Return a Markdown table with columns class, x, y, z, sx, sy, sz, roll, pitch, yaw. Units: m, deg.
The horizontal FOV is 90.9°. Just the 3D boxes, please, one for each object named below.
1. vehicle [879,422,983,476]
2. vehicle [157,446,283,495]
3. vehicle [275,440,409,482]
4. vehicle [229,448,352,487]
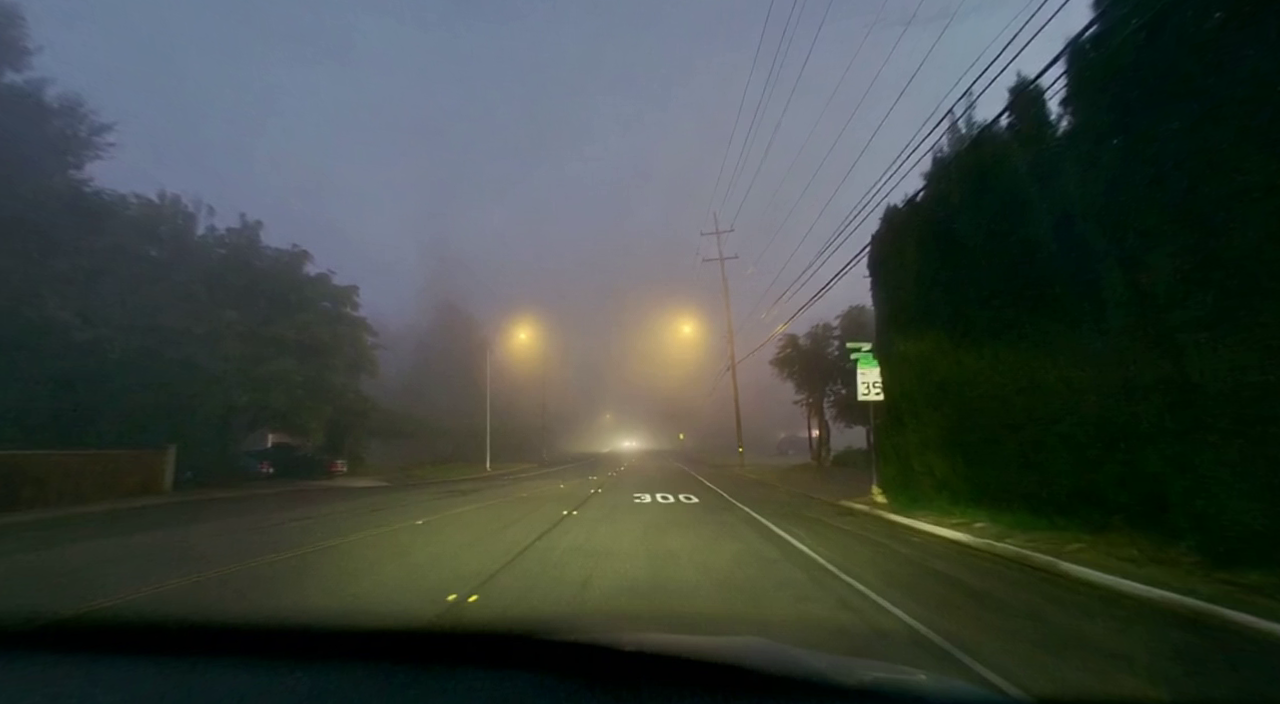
| class | x | y | z | sx | sy | sz | roll | pitch | yaw |
| --- | --- | --- | --- | --- | --- | --- | --- | --- | --- |
| vehicle | 11.653 | 3.947 | 25.697 | 1.965 | 1.680 | 5.338 | -9 | -9 | 5 |
| vehicle | -15.839 | 4.377 | 23.775 | 4.191 | 1.594 | 2.309 | -5 | -9 | 31 |
| vehicle | -13.939 | 5.056 | 29.597 | 5.038 | 1.774 | 2.764 | -2 | -8 | 18 |
| vehicle | -14.848 | 4.884 | 26.854 | 4.195 | 1.497 | 2.291 | -3 | -10 | 20 |
